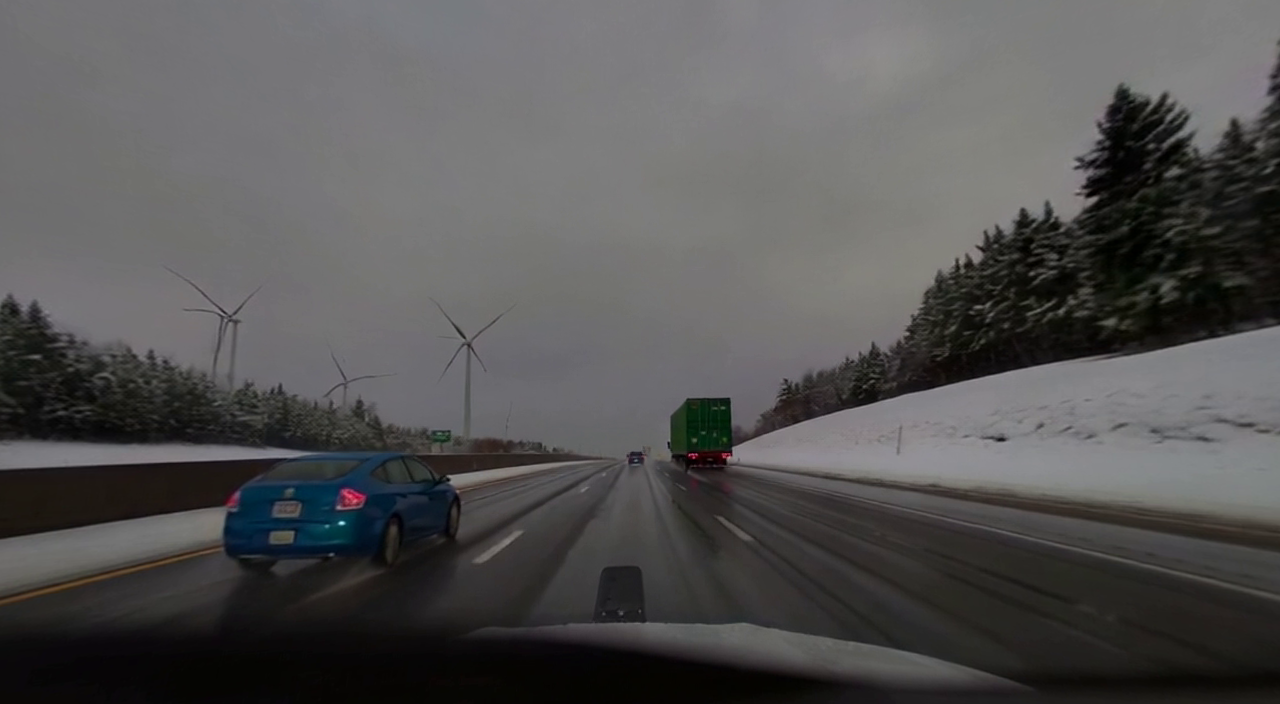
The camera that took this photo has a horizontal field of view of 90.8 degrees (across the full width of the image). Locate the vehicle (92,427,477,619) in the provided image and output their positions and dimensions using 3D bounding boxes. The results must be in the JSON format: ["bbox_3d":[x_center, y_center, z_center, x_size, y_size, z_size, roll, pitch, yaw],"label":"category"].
[{"bbox_3d":[-3.402,1.689,7.183,1.952,1.521,4.095,0,-9,0],"label":"vehicle"}]

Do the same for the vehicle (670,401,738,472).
[{"bbox_3d":[3.922,5.784,42.346,2.947,3.989,13.568,0,-9,-1],"label":"vehicle"}]

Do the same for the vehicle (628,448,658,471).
[{"bbox_3d":[0.196,7.228,42.655,1.931,1.453,3.695,0,-9,-1],"label":"vehicle"}]
